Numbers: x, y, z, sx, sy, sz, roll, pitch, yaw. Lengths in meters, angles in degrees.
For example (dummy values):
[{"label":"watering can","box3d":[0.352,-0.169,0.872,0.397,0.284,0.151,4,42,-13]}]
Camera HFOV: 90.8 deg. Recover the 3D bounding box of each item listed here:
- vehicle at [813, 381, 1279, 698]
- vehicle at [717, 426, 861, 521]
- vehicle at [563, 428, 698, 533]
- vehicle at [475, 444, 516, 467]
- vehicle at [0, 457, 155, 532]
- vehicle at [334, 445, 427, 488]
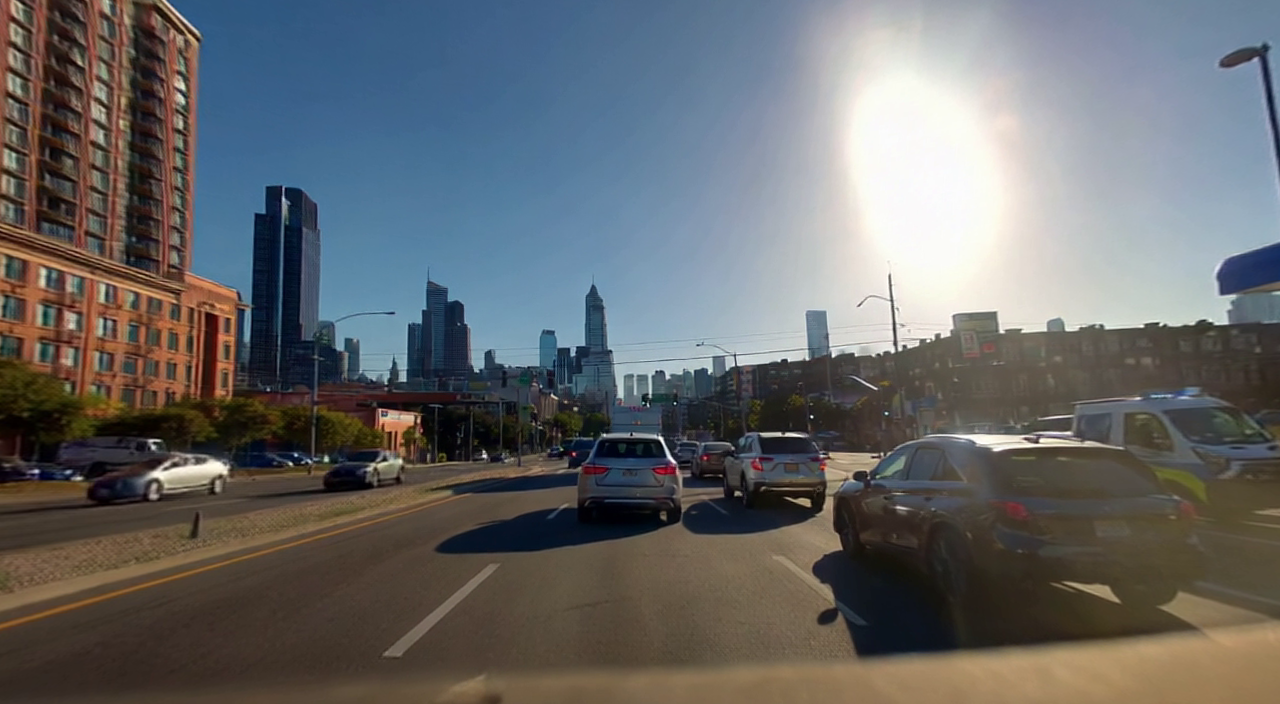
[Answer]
[{"label":"vehicle","box3d":[3.325,1.336,5.720,2.056,1.700,4.399,0,-9,-3]},{"label":"vehicle","box3d":[2.928,2.501,13.456,1.995,1.677,4.106,0,-9,-1]},{"label":"vehicle","box3d":[-0.183,2.289,11.765,2.106,1.613,3.697,0,-9,-1]},{"label":"vehicle","box3d":[-11.346,8.164,49.881,2.083,1.719,4.497,-1,-9,1]},{"label":"vehicle","box3d":[-14.357,3.318,15.179,1.883,1.479,4.471,0,-9,0]},{"label":"vehicle","box3d":[-11.062,4.865,27.337,2.055,1.663,4.637,0,-9,0]}]
